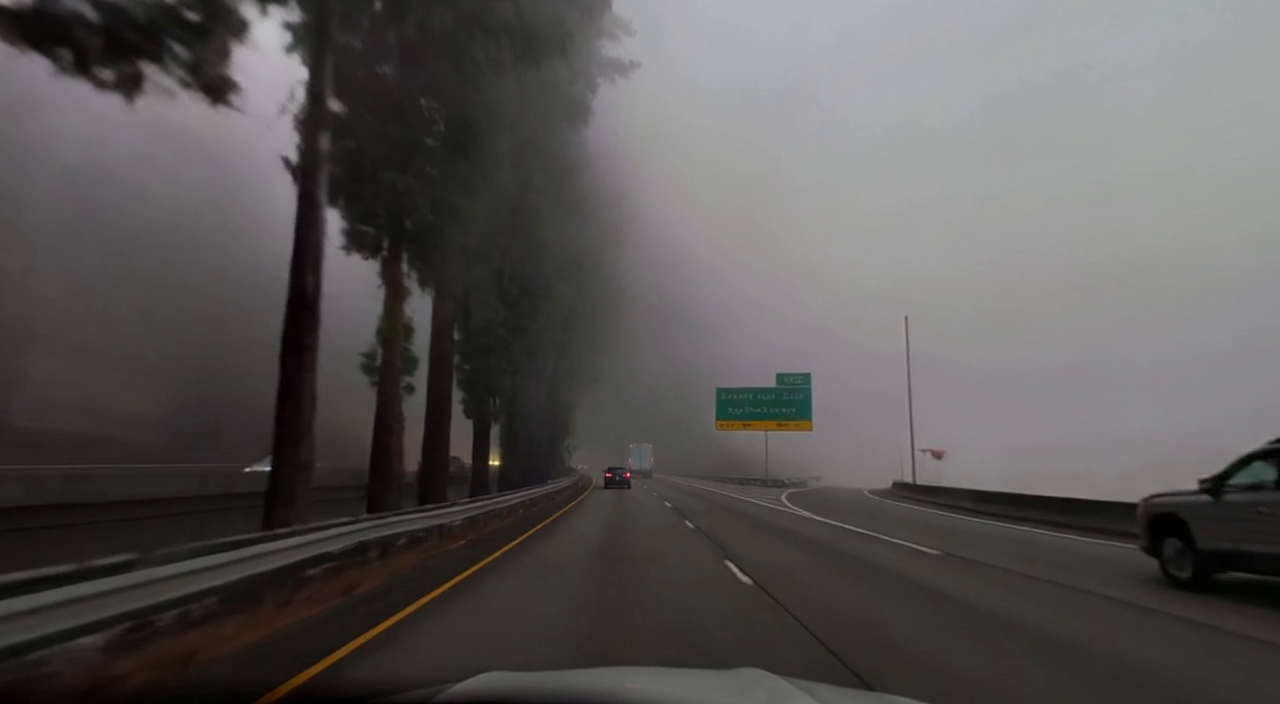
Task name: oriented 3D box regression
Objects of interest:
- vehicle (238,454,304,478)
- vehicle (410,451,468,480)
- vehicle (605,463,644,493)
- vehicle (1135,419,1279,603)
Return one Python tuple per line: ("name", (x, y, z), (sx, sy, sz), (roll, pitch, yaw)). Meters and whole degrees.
("vehicle", (-24.724, 7.672, 42.404), (1.860, 1.461, 4.438), (2, -10, -2))
("vehicle", (-12.082, 6.886, 38.138), (1.952, 1.618, 4.859), (1, -10, -1))
("vehicle", (-0.843, 6.781, 34.060), (1.987, 1.467, 3.903), (1, -10, -2))
("vehicle", (7.244, 1.472, 5.637), (1.998, 1.776, 4.663), (0, -11, 4))
